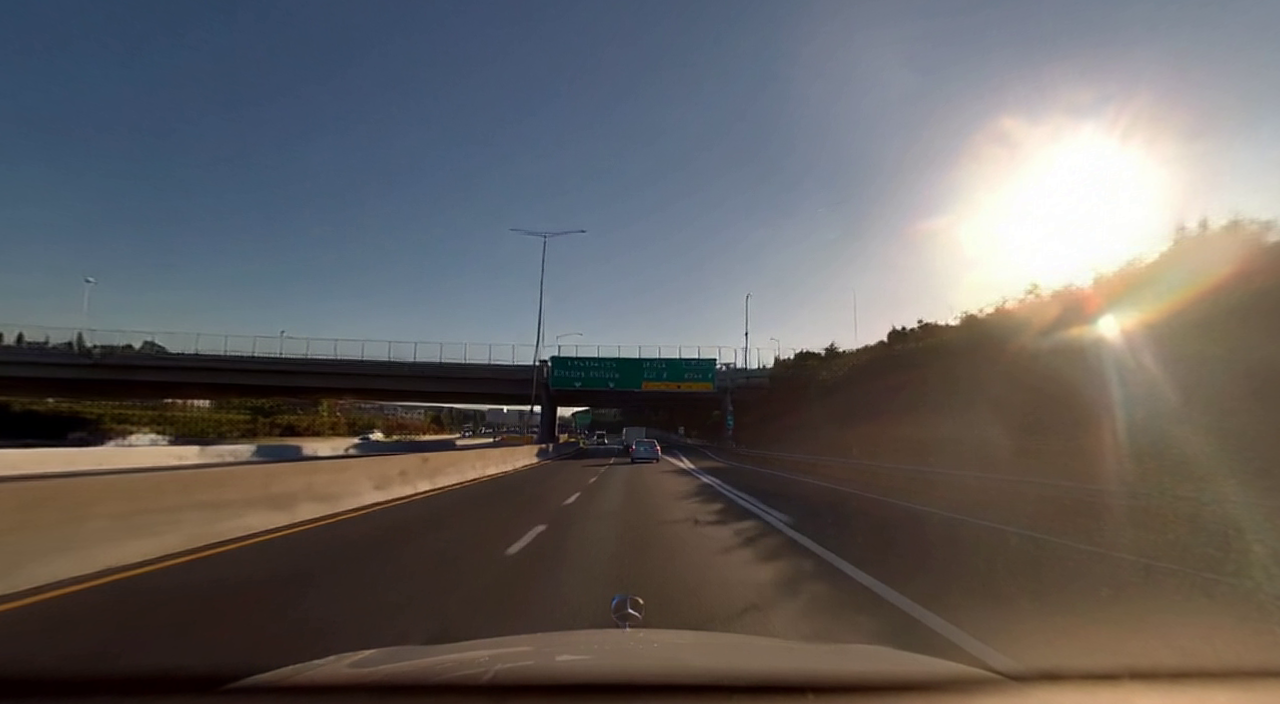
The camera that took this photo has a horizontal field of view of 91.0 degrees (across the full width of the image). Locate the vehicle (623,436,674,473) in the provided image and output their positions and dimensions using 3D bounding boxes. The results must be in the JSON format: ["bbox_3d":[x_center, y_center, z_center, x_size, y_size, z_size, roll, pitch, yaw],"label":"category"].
[{"bbox_3d":[0.363,4.528,27.976,2.130,1.512,4.057,0,-8,0],"label":"vehicle"}]
